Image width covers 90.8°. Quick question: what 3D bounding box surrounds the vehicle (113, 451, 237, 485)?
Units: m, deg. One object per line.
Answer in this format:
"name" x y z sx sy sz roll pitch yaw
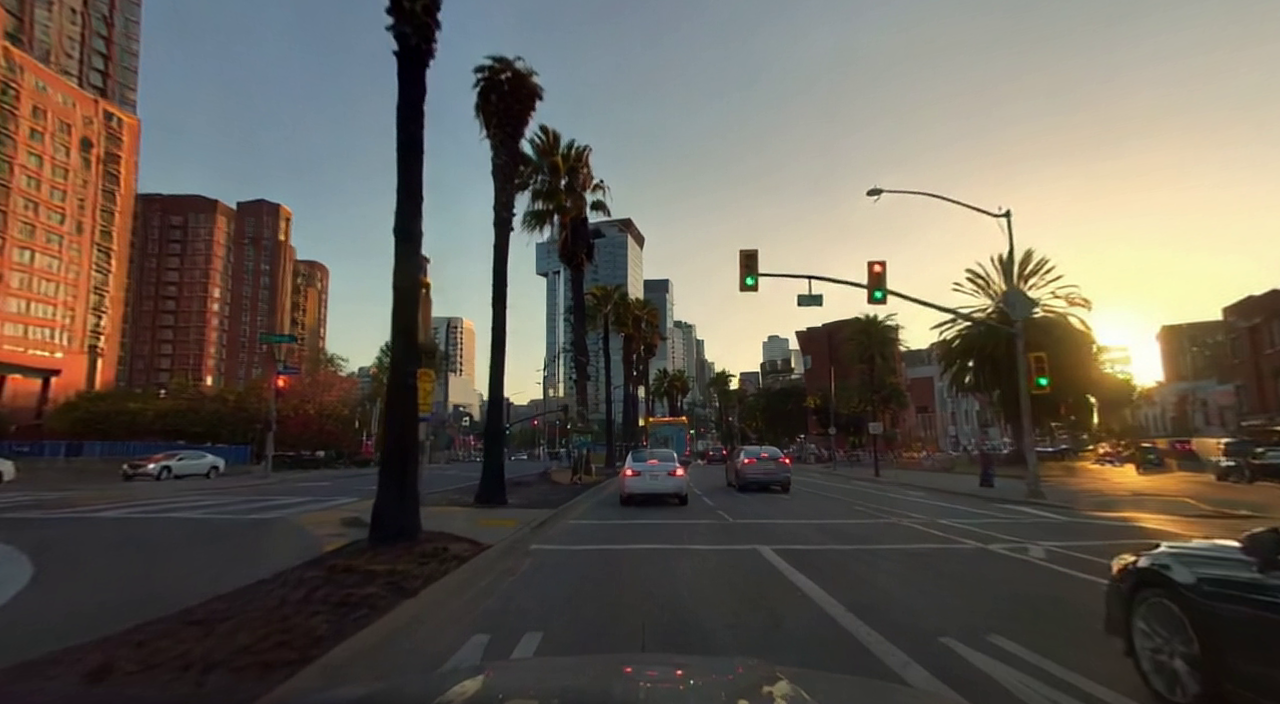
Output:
"vehicle" -22.154 5.512 30.371 1.809 1.472 4.601 -2 -9 13

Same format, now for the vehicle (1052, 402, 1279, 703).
"vehicle" 3.557 0.834 1.734 1.920 1.490 4.417 0 -8 1

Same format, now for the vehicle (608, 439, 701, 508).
"vehicle" 0.384 2.973 15.869 2.048 1.503 3.681 0 -8 2

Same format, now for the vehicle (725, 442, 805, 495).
"vehicle" 3.883 3.661 20.229 1.909 1.500 3.524 0 -8 1
